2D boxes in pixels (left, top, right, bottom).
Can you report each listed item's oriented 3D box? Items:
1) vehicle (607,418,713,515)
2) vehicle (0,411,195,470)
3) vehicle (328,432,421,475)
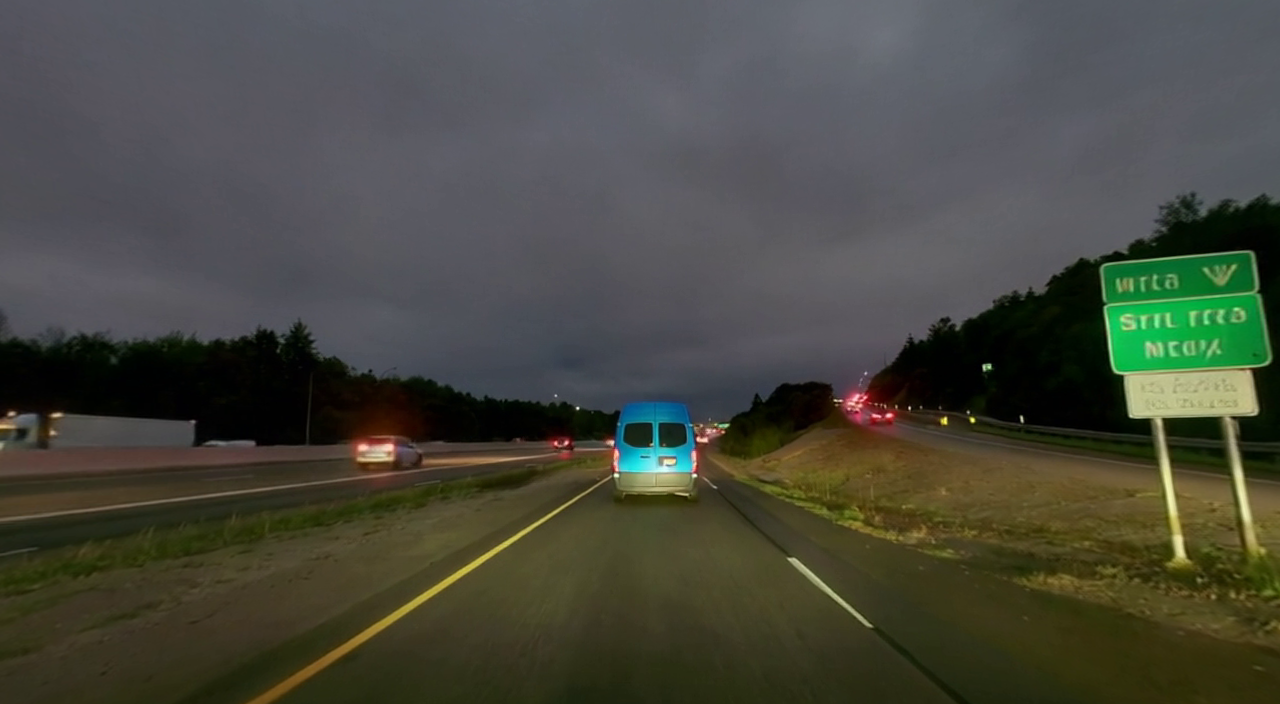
[{"bbox_3d":[0.344,2.523,14.436,2.043,1.821,4.558,0,-8,-1],"label":"vehicle"},{"bbox_3d":[-33.691,5.480,38.938,3.138,3.051,11.898,-1,-8,4],"label":"vehicle"},{"bbox_3d":[-12.332,4.738,29.693,2.104,1.795,4.737,-1,-8,3],"label":"vehicle"}]
